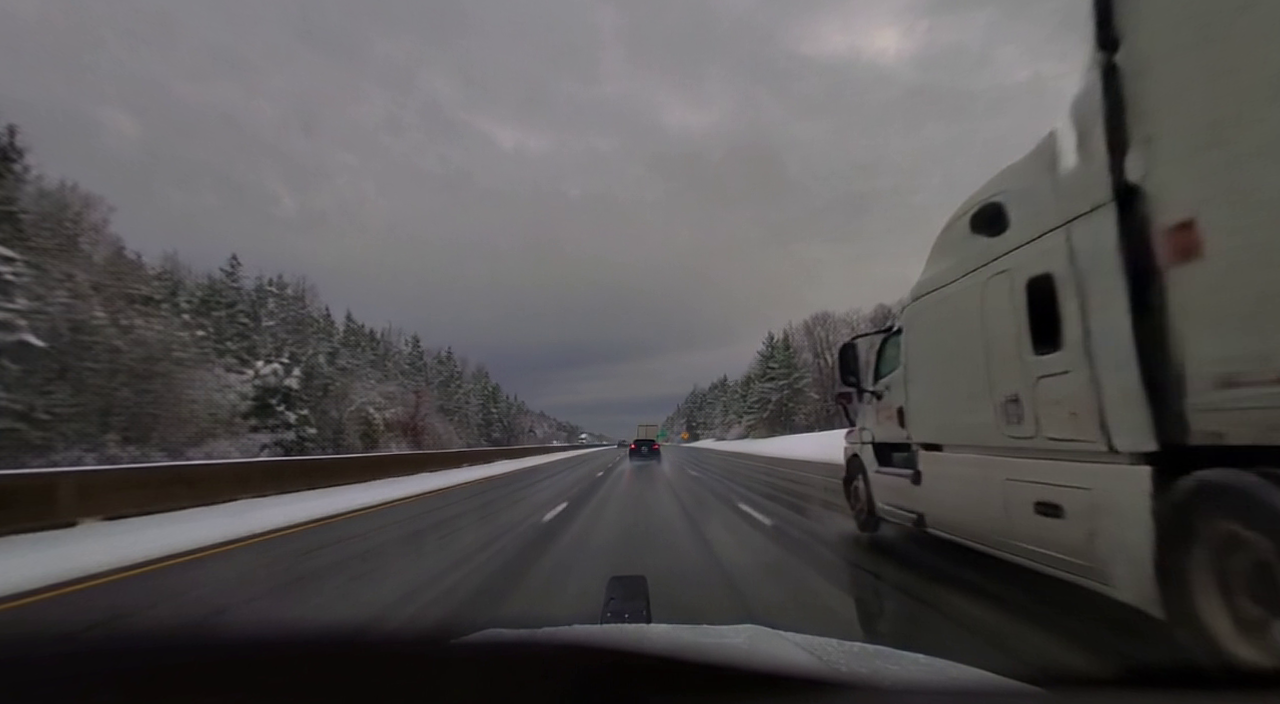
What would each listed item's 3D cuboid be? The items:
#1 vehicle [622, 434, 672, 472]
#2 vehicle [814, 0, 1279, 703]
[{"bbox_3d":[0.320,4.648,29.134,2.139,1.607,4.034,0,-8,1],"label":"vehicle"},{"bbox_3d":[3.867,0.005,4.932,3.090,4.102,6.417,0,-8,0],"label":"vehicle"}]
